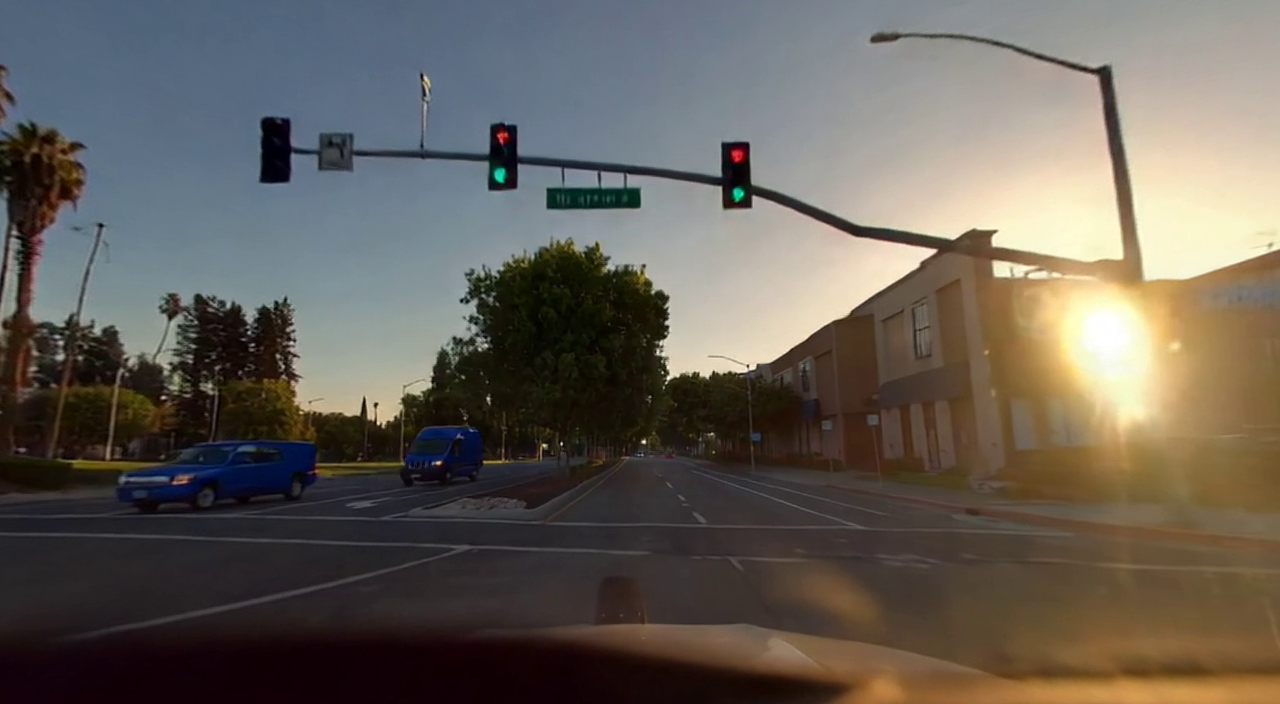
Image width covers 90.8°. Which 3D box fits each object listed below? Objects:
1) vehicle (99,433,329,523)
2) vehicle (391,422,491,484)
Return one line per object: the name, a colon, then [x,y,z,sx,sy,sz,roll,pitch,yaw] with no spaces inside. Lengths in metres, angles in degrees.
vehicle: [-9.219,2.732,14.290,2.074,1.681,4.417,0,-9,1]
vehicle: [-9.635,5.003,31.550,2.509,2.712,7.034,0,-9,2]
